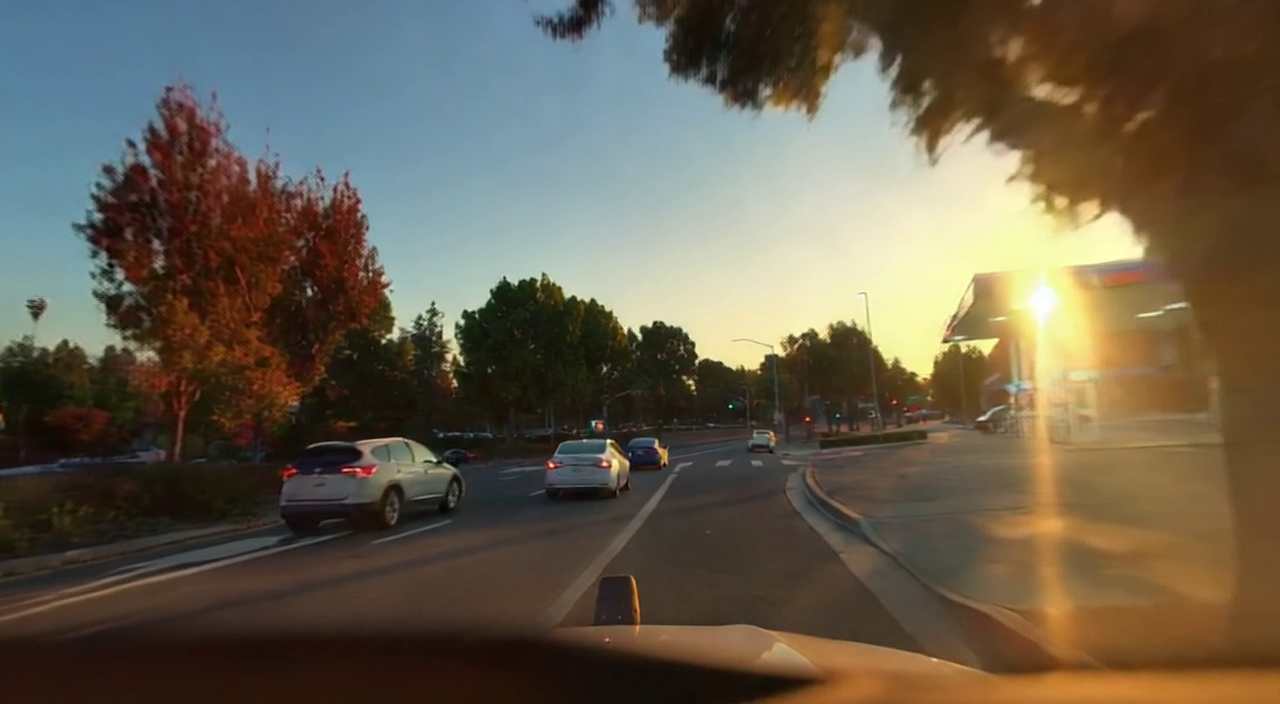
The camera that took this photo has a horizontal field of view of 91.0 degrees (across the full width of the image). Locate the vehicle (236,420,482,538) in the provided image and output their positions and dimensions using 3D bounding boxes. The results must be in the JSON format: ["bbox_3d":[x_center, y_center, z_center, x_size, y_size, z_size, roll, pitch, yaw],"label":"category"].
[{"bbox_3d":[-4.954,2.306,12.096,2.102,1.774,4.662,-1,-9,7],"label":"vehicle"}]

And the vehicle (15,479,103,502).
[{"bbox_3d":[-40.964,9.768,44.412,4.384,1.490,2.031,-1,-10,6],"label":"vehicle"}]

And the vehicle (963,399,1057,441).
[{"bbox_3d":[21.552,4.085,37.023,2.322,2.152,5.668,-2,-8,4],"label":"vehicle"}]

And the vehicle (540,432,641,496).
[{"bbox_3d":[-1.260,3.114,17.855,2.060,1.580,3.980,-1,-9,8],"label":"vehicle"}]
